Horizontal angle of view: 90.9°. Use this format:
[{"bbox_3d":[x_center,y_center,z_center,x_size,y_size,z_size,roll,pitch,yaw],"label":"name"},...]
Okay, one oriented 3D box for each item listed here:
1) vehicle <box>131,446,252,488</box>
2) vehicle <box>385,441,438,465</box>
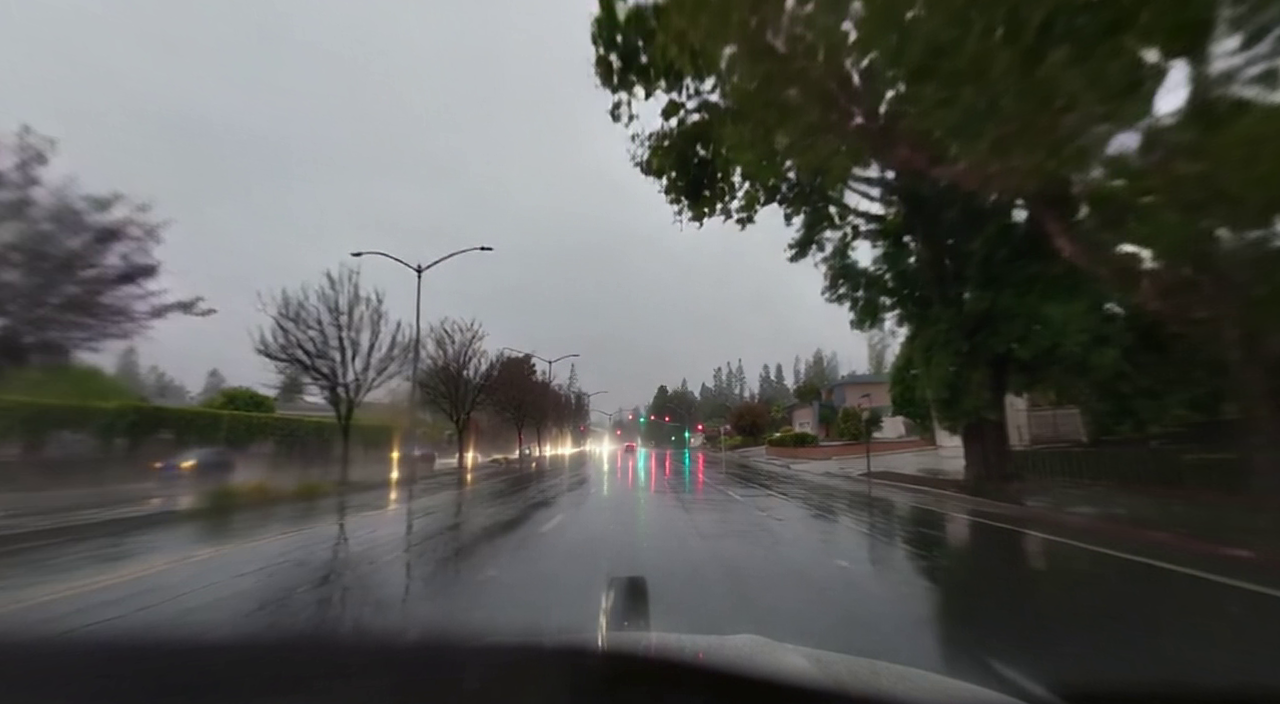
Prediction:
[{"bbox_3d":[-20.369,5.186,28.918,2.103,1.731,4.598,0,-9,1],"label":"vehicle"},{"bbox_3d":[-16.806,7.452,46.599,2.118,1.661,4.507,-1,-9,1],"label":"vehicle"}]
